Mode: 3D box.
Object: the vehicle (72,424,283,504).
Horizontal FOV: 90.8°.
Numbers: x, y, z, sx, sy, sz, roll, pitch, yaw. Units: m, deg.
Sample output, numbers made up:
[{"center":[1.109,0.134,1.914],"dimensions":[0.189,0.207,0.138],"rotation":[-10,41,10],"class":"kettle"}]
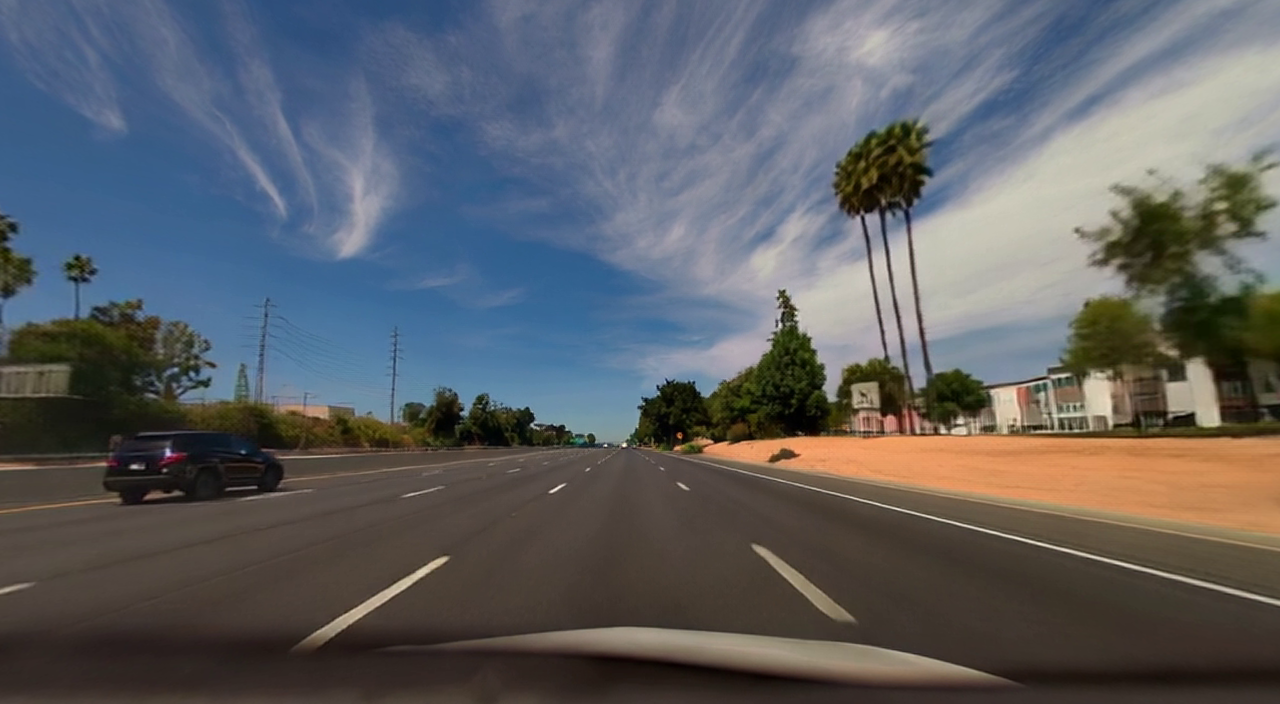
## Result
[{"center":[-11.571,2.819,16.335],"dimensions":[2.016,1.754,4.543],"rotation":[0,-8,0],"class":"vehicle"}]
